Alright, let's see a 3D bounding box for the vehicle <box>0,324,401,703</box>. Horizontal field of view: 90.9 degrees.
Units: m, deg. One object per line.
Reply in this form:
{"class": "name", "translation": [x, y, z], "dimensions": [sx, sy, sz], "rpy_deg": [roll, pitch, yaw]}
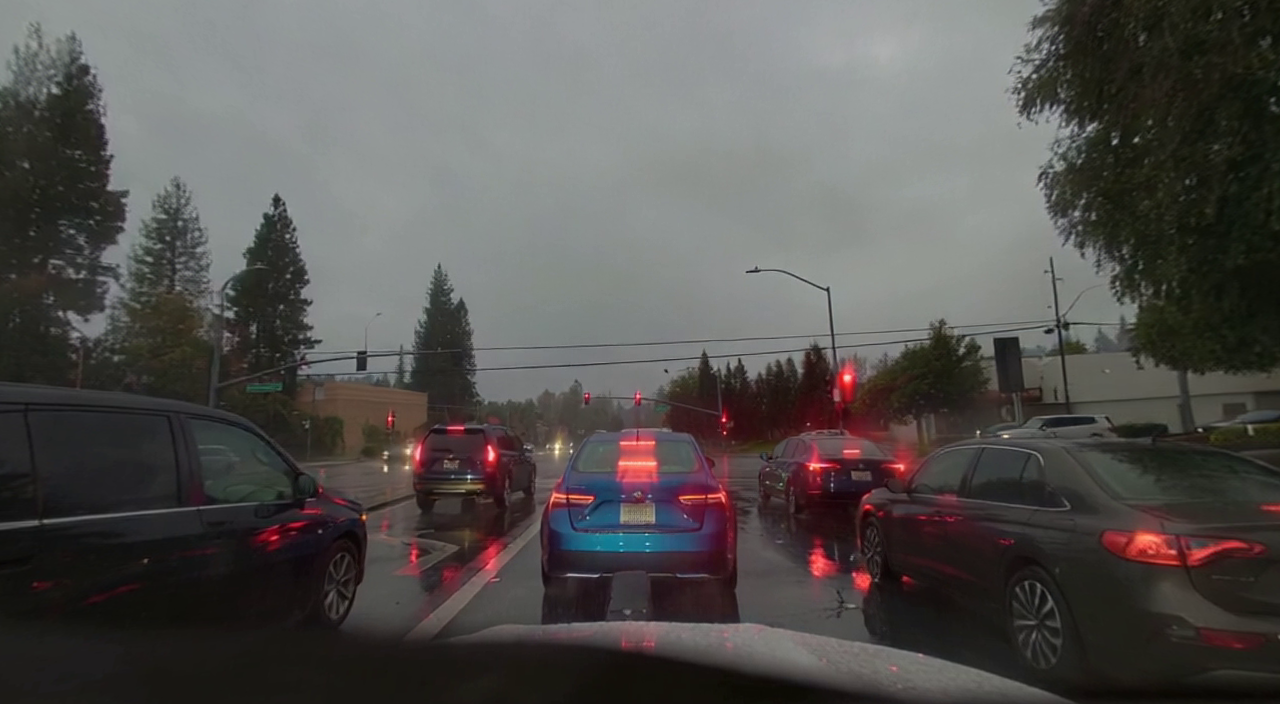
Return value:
{"class": "vehicle", "translation": [-3.117, 0.954, 3.293], "dimensions": [1.982, 1.721, 4.261], "rpy_deg": [0, -8, 1]}

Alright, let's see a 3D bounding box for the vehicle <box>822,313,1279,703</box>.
{"class": "vehicle", "translation": [3.218, 1.100, 4.726], "dimensions": [2.141, 1.833, 4.704], "rpy_deg": [0, -8, -2]}

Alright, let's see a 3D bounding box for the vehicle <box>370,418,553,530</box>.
{"class": "vehicle", "translation": [-3.182, 2.300, 12.445], "dimensions": [2.117, 1.772, 4.619], "rpy_deg": [0, -8, 2]}

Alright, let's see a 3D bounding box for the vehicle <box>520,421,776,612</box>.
{"class": "vehicle", "translation": [0.025, 1.598, 7.034], "dimensions": [2.021, 1.490, 3.948], "rpy_deg": [0, -8, -1]}
